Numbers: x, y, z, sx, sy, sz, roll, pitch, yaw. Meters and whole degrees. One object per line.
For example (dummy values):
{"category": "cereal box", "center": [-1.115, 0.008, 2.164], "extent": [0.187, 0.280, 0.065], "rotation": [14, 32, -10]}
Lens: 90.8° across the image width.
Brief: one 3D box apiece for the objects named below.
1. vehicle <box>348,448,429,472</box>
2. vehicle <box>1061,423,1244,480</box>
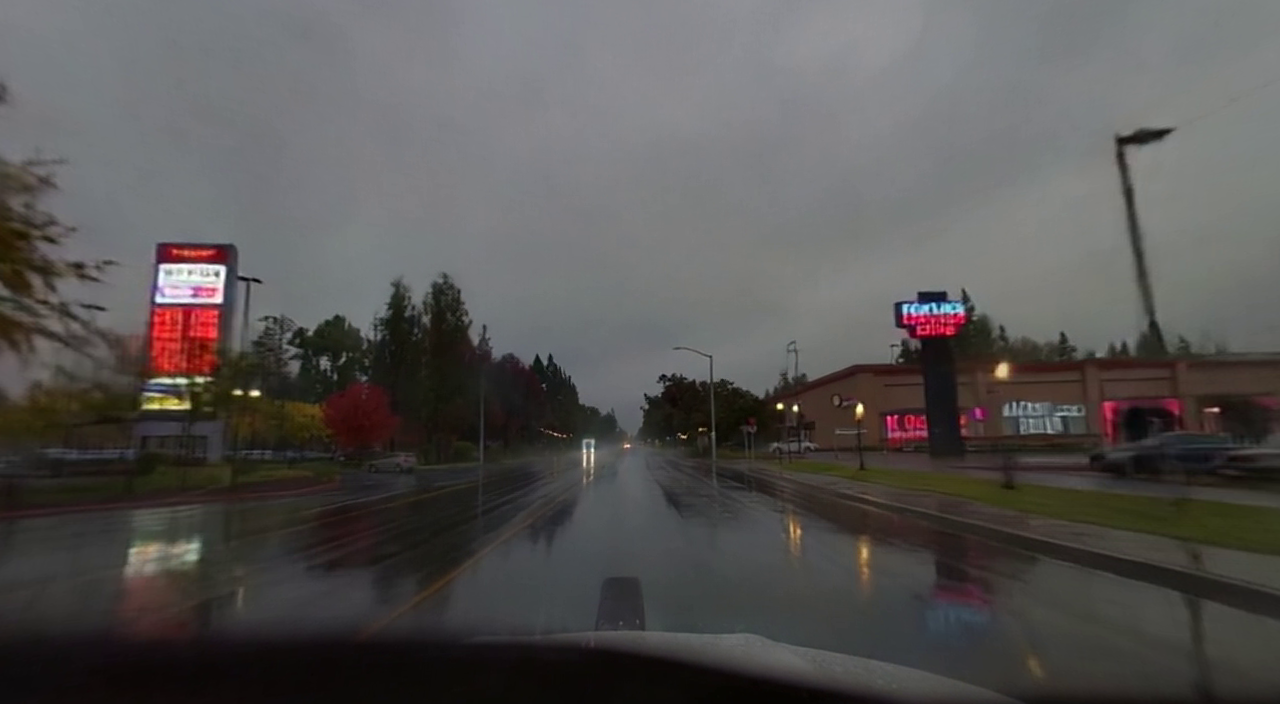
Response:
{"category": "vehicle", "center": [-17.192, 7.380, 43.398], "extent": [4.658, 1.544, 2.056], "rotation": [0, -8, 2]}
{"category": "vehicle", "center": [16.059, 3.125, 19.965], "extent": [4.035, 1.704, 1.950], "rotation": [0, -8, -1]}
